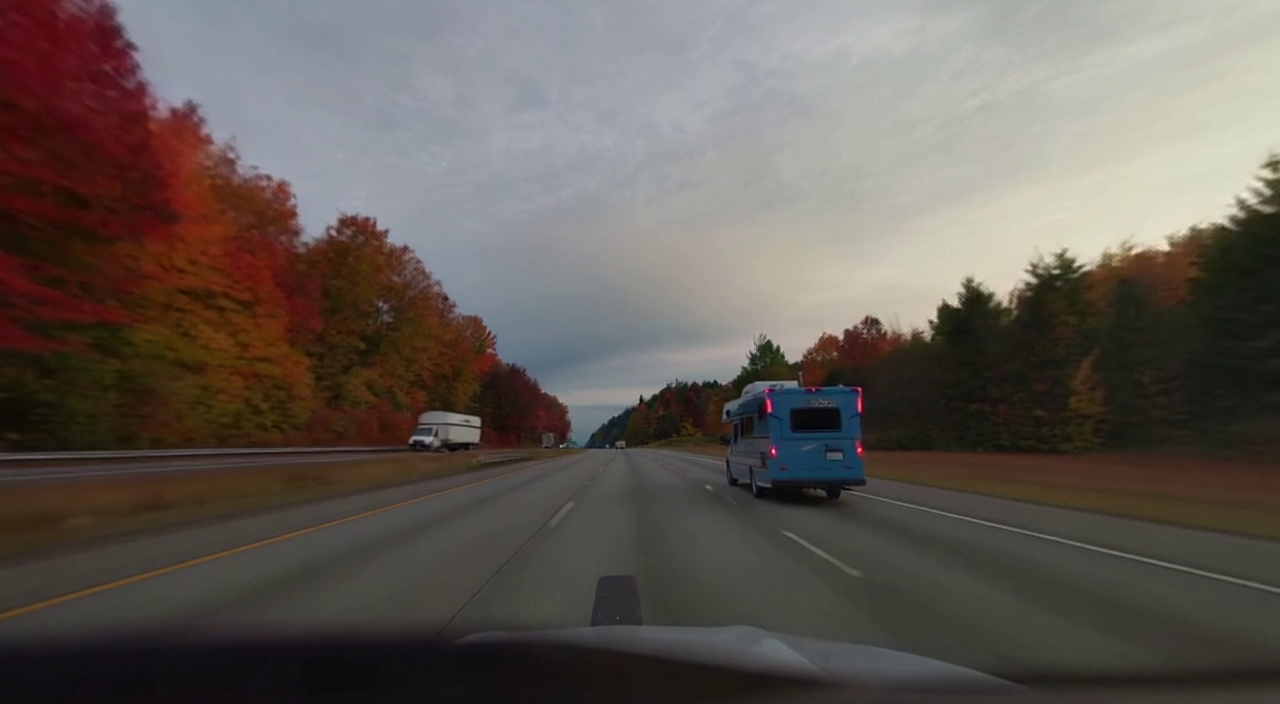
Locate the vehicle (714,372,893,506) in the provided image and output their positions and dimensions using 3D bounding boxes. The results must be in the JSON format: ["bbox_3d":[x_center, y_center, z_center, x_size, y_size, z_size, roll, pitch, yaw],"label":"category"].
[{"bbox_3d":[3.940,2.341,17.178,2.815,2.876,7.101,0,-8,-1],"label":"vehicle"}]
